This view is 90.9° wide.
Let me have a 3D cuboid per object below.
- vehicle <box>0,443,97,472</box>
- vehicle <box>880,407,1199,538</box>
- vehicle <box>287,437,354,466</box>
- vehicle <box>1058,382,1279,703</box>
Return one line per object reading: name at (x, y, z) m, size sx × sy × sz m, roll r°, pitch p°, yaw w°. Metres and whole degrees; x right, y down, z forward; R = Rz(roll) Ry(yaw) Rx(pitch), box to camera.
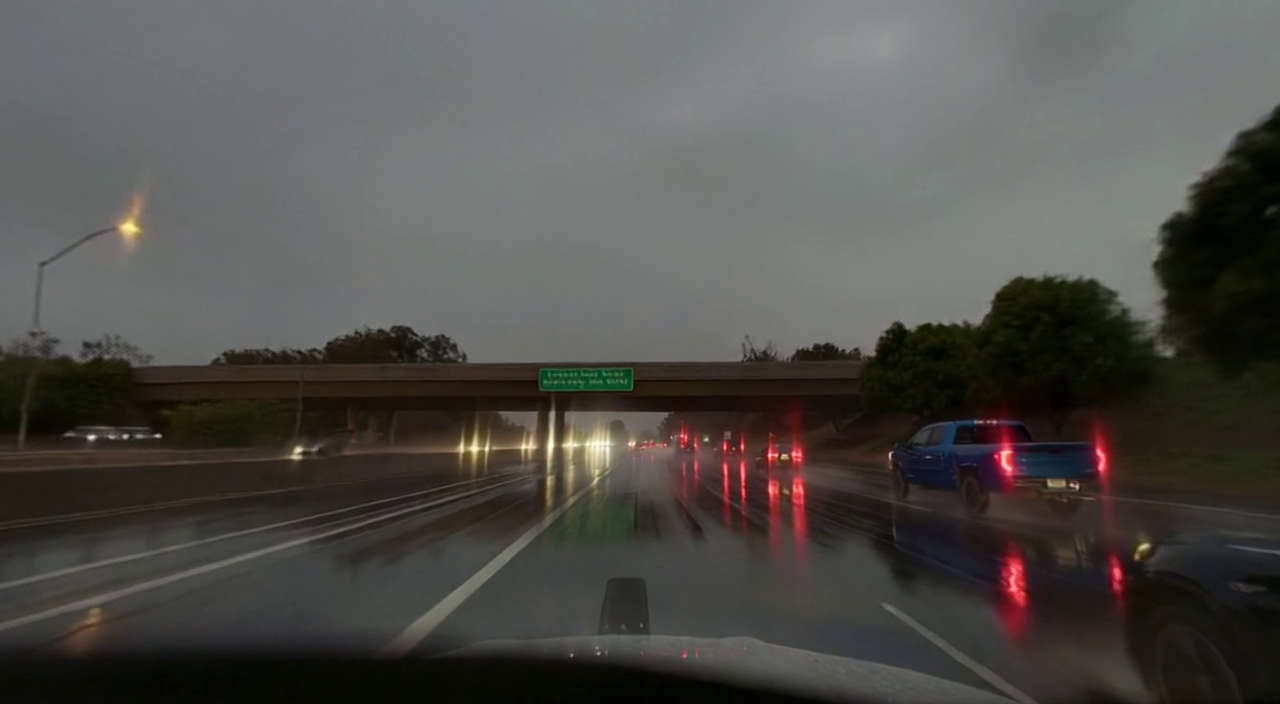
vehicle at (-33.309, 5.824, 35.120) m, size 1.833 × 1.479 × 4.495 m, roll -1°, pitch -8°, yaw 4°
vehicle at (6.845, 2.149, 12.023) m, size 2.182 × 1.852 × 5.926 m, roll 0°, pitch -8°, yaw 0°
vehicle at (-21.397, 6.672, 42.436) m, size 2.021 × 1.768 × 4.687 m, roll 0°, pitch -8°, yaw 0°
vehicle at (3.221, 0.670, 0.780) m, size 2.119 × 1.524 × 4.807 m, roll 0°, pitch -8°, yaw 0°
